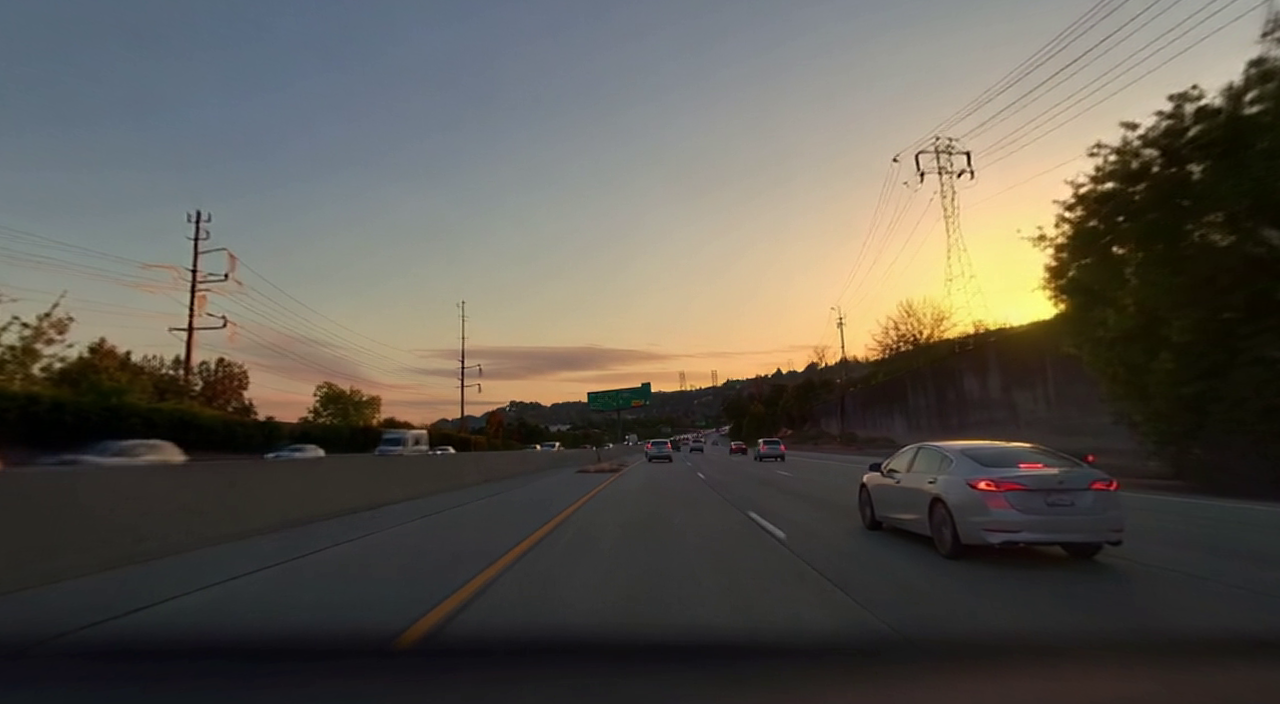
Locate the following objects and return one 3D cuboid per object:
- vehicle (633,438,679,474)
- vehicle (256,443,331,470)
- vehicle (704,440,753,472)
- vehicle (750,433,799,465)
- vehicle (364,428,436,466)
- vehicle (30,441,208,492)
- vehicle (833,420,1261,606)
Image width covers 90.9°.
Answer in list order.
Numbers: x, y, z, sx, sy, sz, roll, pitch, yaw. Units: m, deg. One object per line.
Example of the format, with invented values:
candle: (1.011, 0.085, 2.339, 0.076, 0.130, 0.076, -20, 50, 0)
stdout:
vehicle: (0.727, 4.933, 30.177, 2.042, 1.581, 3.769, 0, -8, 1)
vehicle: (-20.507, 6.203, 37.556, 1.856, 1.503, 4.367, 0, -8, 2)
vehicle: (4.362, 5.192, 31.727, 1.936, 1.465, 4.060, 0, -8, 1)
vehicle: (8.240, 6.009, 39.084, 2.041, 1.821, 4.562, 0, -8, 0)
vehicle: (-16.338, 6.527, 43.355, 2.354, 2.415, 5.937, 0, -8, 3)
vehicle: (-16.851, 3.692, 20.787, 1.926, 1.466, 4.530, 0, -8, 2)
vehicle: (3.958, 1.622, 7.331, 1.986, 1.478, 4.429, 0, -8, 0)
